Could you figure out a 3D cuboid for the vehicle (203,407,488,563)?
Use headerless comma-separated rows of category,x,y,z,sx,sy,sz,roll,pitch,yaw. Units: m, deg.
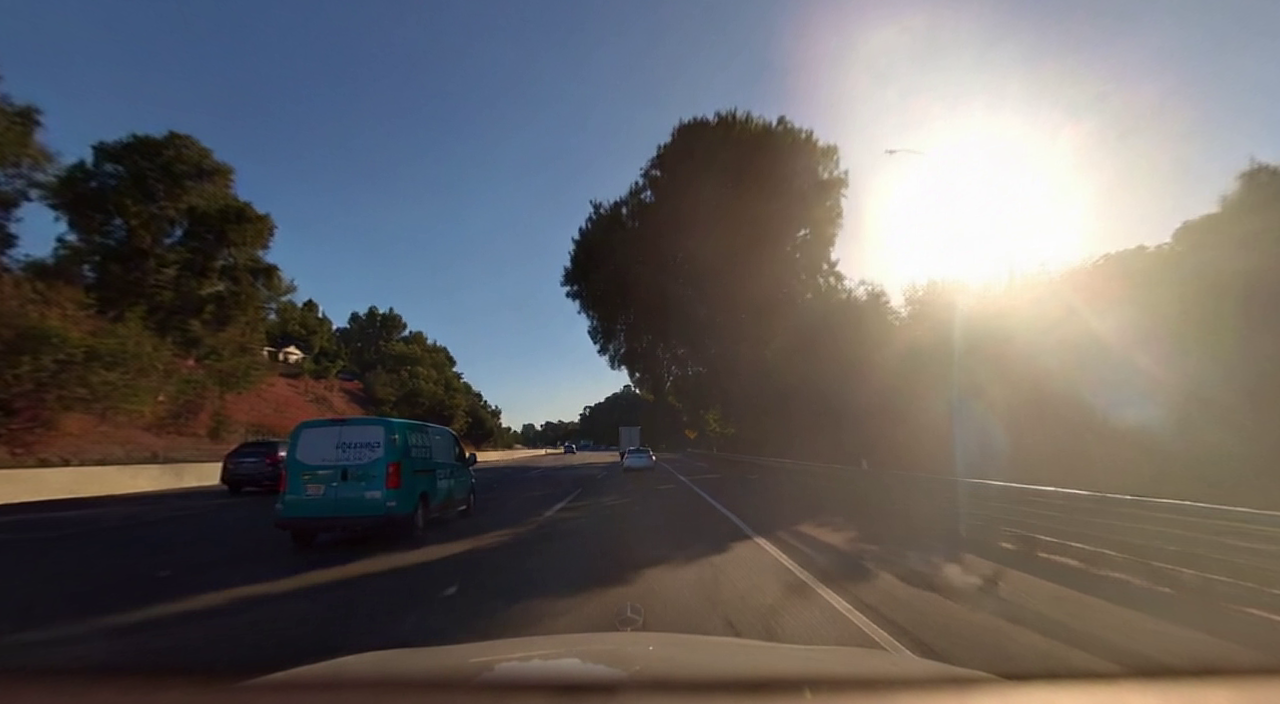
vehicle,-4.178,1.994,10.221,2.174,1.862,5.012,0,-9,0

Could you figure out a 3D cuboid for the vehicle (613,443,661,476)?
vehicle,-0.123,5.288,31.243,2.238,1.479,3.672,0,-9,0
